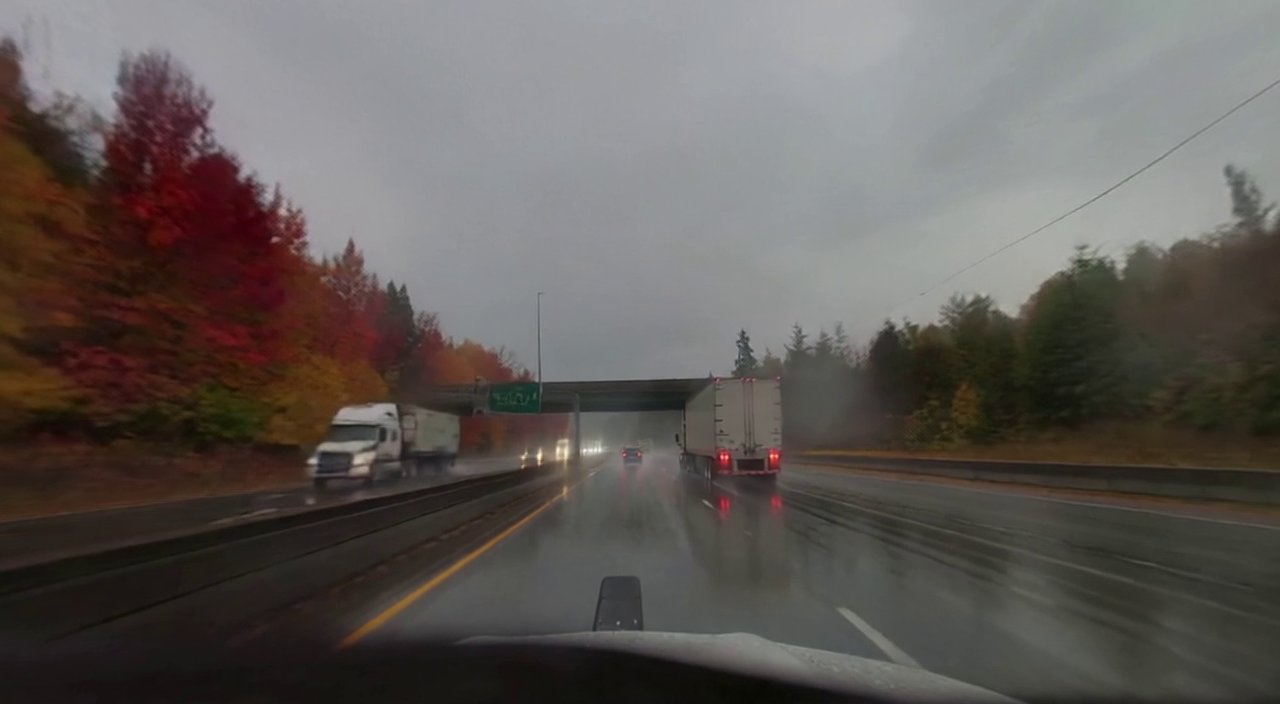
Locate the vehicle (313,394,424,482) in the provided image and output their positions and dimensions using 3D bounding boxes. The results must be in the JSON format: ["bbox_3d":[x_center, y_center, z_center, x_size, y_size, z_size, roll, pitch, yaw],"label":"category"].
[{"bbox_3d":[-13.950,4.550,32.888,2.872,4.094,6.767,1,-9,-2],"label":"vehicle"}]

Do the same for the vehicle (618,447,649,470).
[{"bbox_3d":[-0.468,7.131,42.221,1.961,1.454,3.755,0,-9,-1],"label":"vehicle"}]

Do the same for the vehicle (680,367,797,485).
[{"bbox_3d":[4.051,3.769,30.084,2.956,4.281,14.327,0,-9,-1],"label":"vehicle"}]
